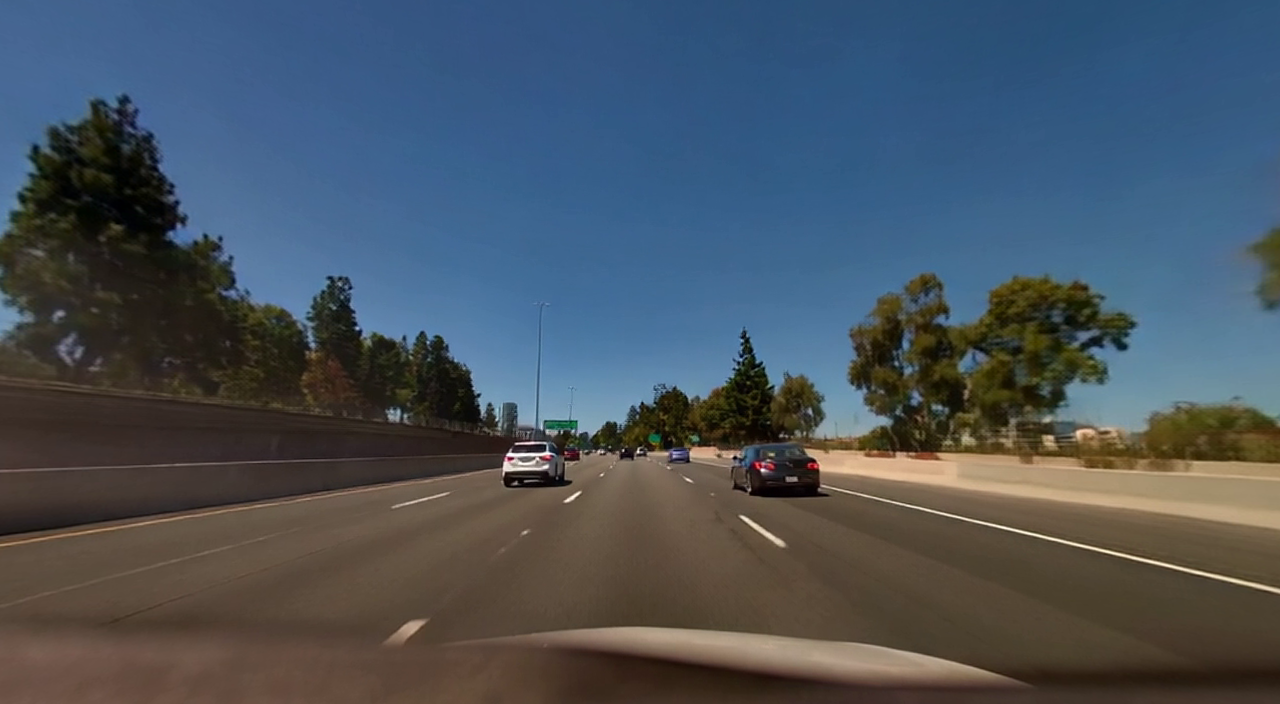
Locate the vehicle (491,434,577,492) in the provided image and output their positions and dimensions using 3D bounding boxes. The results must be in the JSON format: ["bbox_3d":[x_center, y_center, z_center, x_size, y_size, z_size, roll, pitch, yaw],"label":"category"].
[{"bbox_3d":[-3.510,3.788,21.862,2.244,1.755,4.417,0,-9,-1],"label":"vehicle"}]

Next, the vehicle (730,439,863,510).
[{"bbox_3d":[3.513,2.832,15.126,1.947,1.437,4.345,0,-9,-2],"label":"vehicle"}]

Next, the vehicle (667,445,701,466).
[{"bbox_3d":[3.109,7.495,45.809,2.021,1.447,3.985,0,-9,-2],"label":"vehicle"}]
